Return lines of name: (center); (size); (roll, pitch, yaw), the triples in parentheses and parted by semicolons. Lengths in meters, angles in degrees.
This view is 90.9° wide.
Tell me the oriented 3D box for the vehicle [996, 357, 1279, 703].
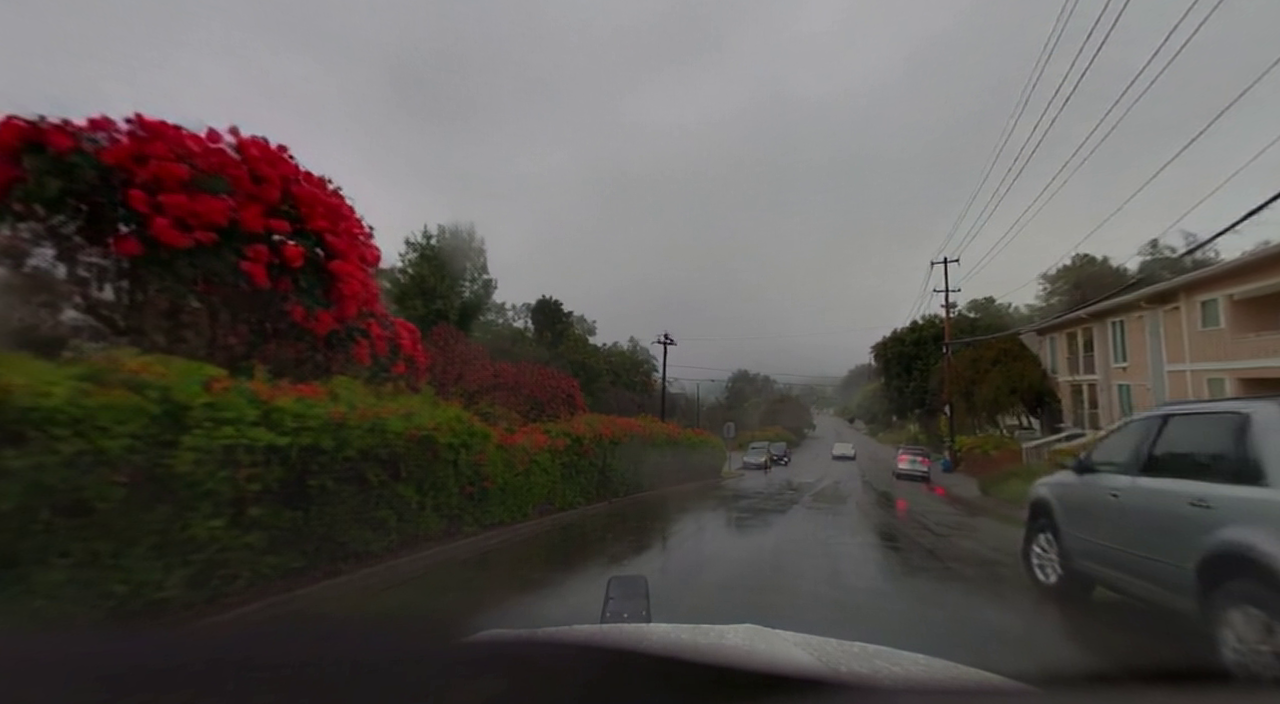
vehicle: (4.661, 1.174, 4.328); (2.311, 1.909, 5.570); (-2, -9, 13)
